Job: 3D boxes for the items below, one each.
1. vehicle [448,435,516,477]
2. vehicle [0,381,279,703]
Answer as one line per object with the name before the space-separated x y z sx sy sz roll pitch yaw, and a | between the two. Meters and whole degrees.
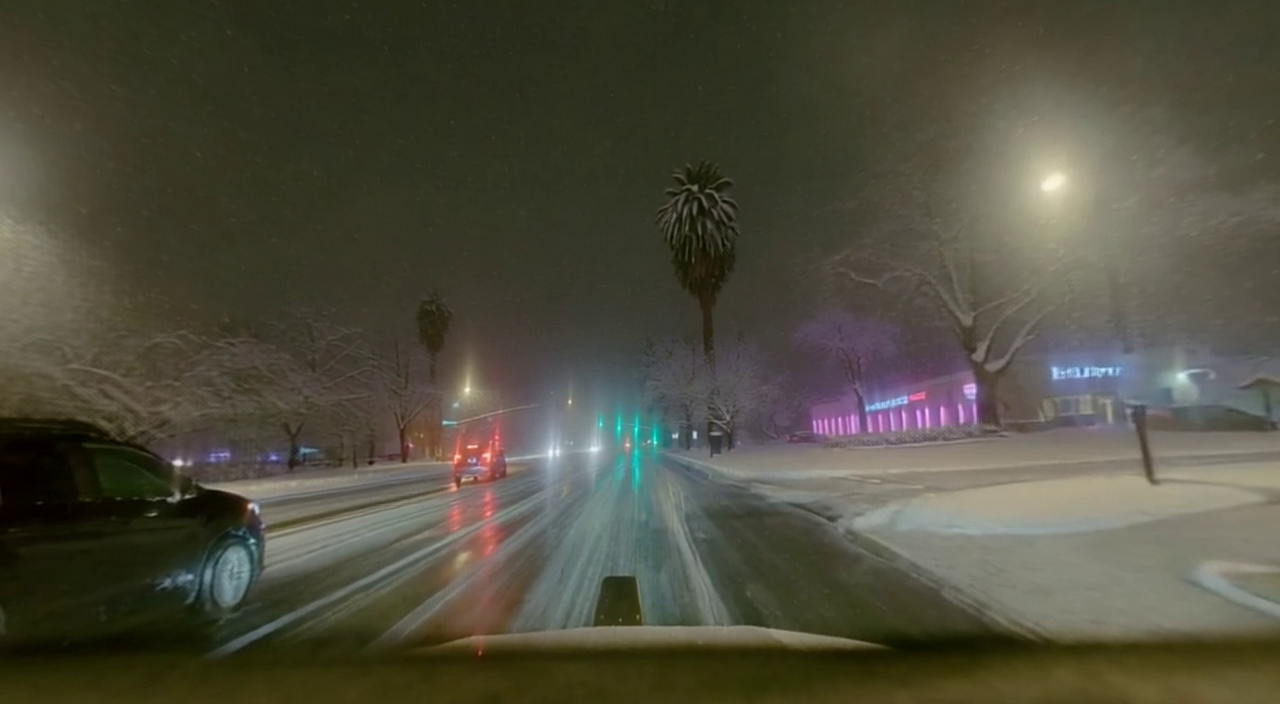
vehicle | -7.516 4.992 30.408 2.136 1.844 4.363 0 -8 1
vehicle | -4.201 1.024 3.376 2.041 1.666 4.182 0 -8 -1
